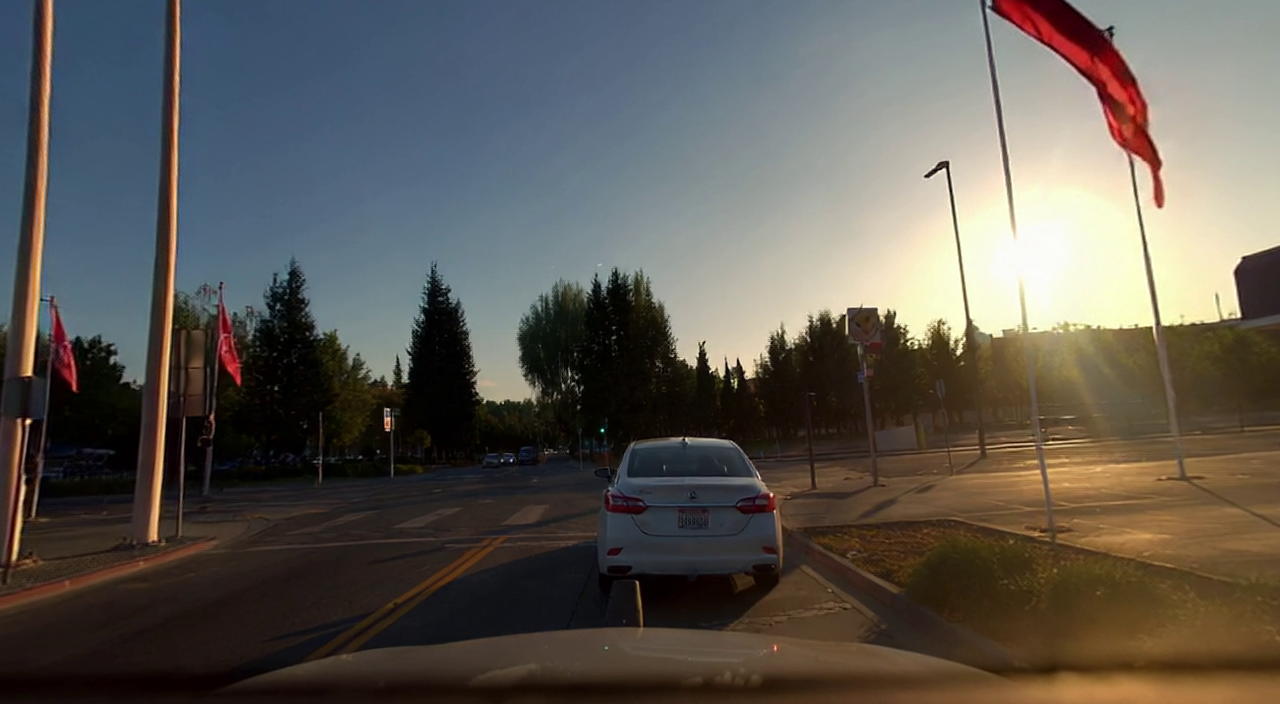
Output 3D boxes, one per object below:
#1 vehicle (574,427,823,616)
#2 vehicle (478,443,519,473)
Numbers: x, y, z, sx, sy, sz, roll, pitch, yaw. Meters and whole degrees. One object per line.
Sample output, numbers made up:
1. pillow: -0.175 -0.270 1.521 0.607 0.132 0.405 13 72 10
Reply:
1. vehicle: 0.375 1.627 6.903 1.985 1.463 3.647 0 -9 -3
2. vehicle: -9.988 7.491 44.747 2.212 1.948 4.537 0 -9 -5
